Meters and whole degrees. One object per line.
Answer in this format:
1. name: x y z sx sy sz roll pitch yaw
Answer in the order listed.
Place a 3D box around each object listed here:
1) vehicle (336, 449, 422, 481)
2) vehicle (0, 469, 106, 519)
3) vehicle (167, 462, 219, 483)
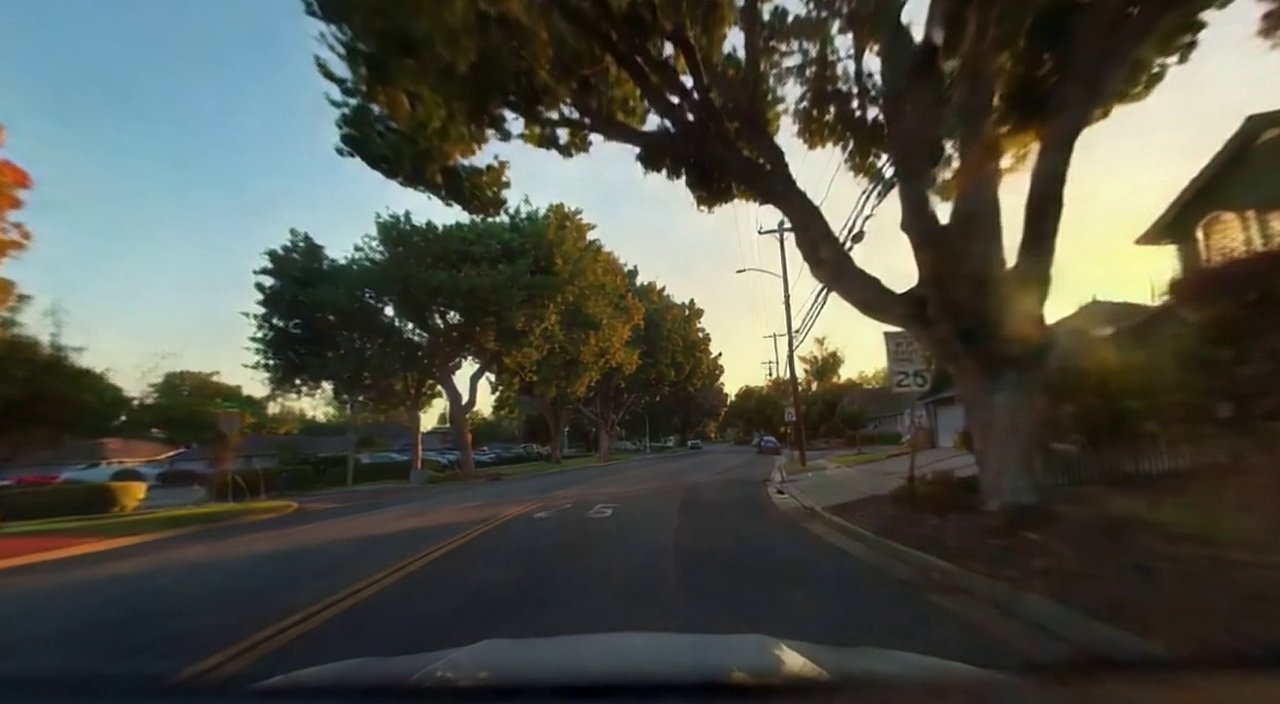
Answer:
1. vehicle: -15.633 6.749 37.938 4.675 1.442 1.906 -1 -7 -23
2. vehicle: -21.804 4.839 21.558 4.943 1.493 2.036 2 -9 -15
3. vehicle: -35.295 9.454 49.804 4.305 1.465 1.903 -6 -10 35
